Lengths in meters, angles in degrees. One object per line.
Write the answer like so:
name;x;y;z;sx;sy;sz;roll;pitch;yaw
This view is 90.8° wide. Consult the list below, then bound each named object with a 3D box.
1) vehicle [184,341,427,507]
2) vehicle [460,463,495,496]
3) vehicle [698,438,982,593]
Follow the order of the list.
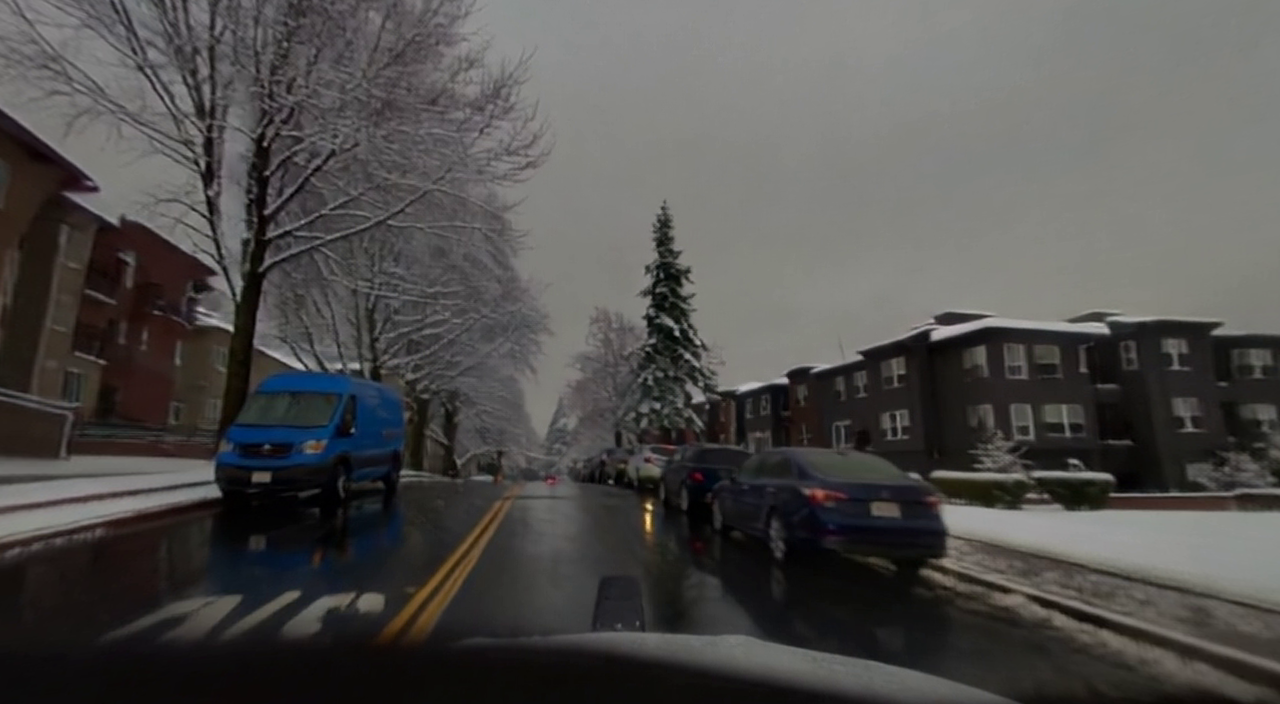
vehicle;-6.590;1.611;13.797;2.546;2.664;6.863;0;-8;-9
vehicle;-11.428;8.938;44.657;2.090;1.674;4.457;-2;-4;-10
vehicle;2.147;1.909;8.264;1.827;1.436;4.322;2;-9;-8
